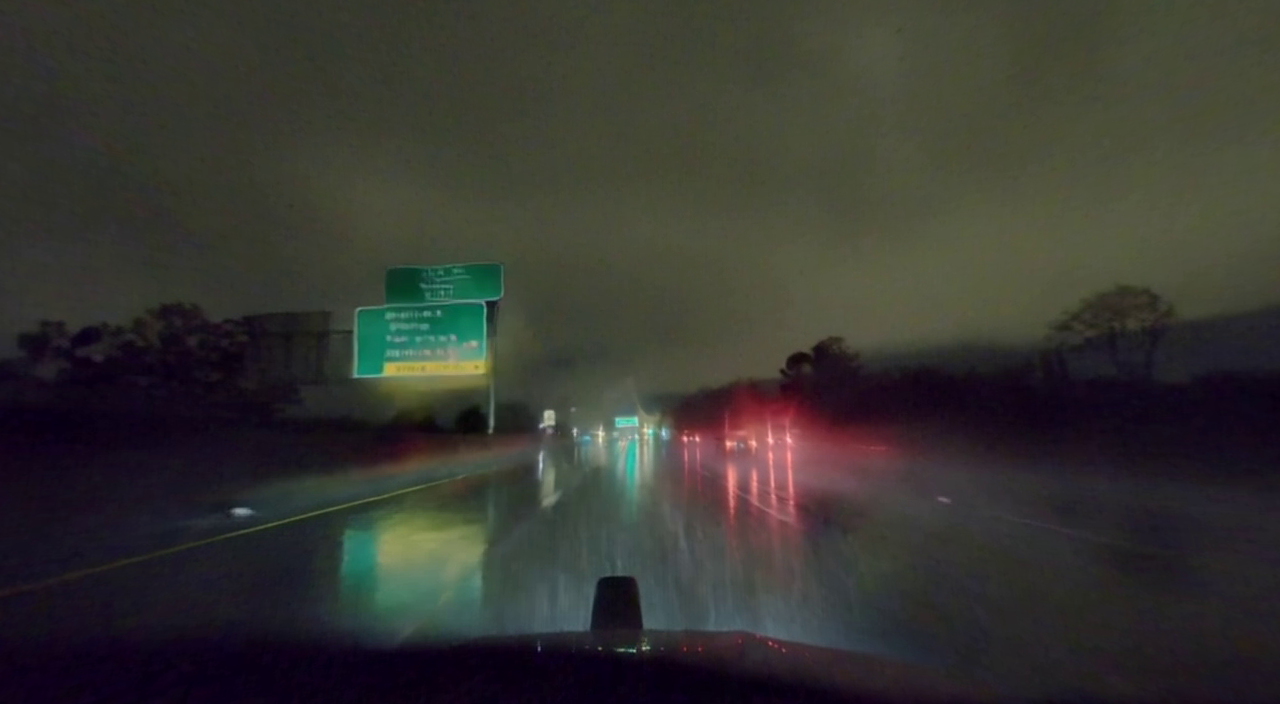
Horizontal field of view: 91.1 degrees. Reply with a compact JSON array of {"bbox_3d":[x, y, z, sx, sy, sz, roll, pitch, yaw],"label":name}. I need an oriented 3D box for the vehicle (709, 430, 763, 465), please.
[{"bbox_3d":[4.348,4.379,28.970,1.802,1.492,3.804,0,-8,-1],"label":"vehicle"}]
